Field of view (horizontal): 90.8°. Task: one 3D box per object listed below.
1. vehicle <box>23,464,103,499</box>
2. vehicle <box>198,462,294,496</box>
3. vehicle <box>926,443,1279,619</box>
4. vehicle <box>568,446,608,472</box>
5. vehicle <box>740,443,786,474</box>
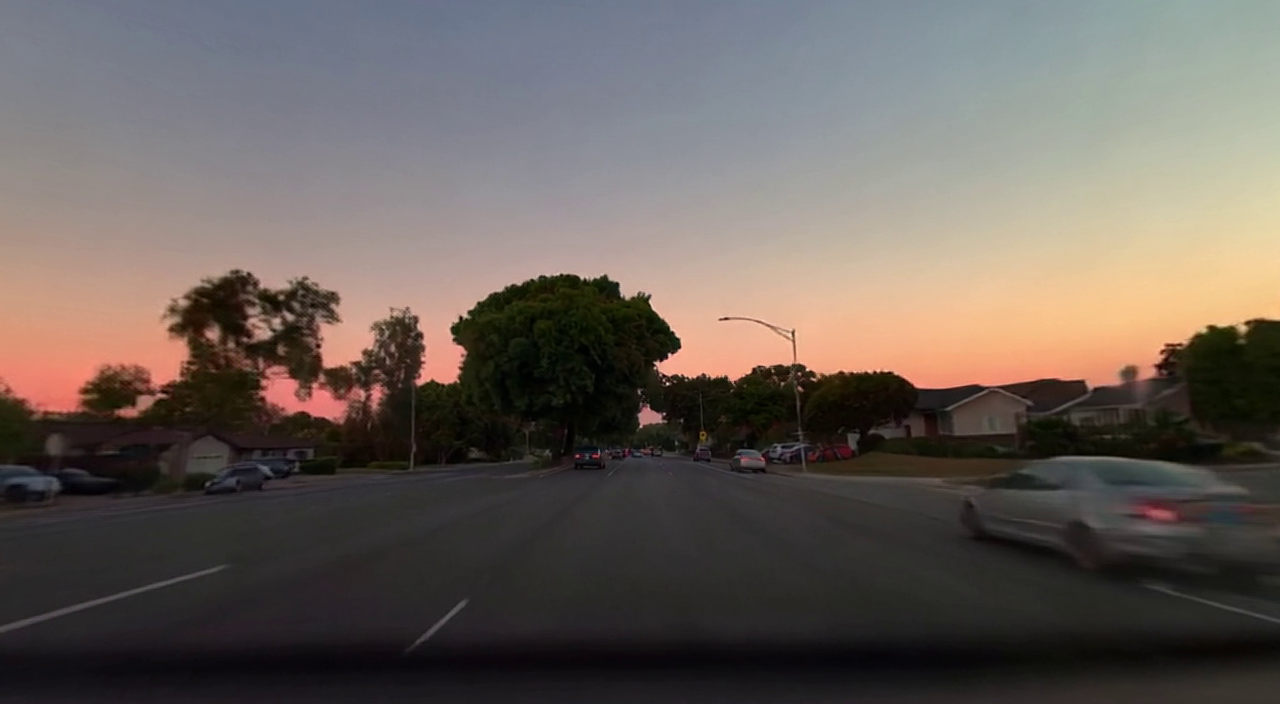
[{"bbox_3d":[-28.953,6.437,31.655,4.885,1.471,1.951,-7,-11,37],"label":"vehicle"},{"bbox_3d":[-21.185,6.818,34.249,2.003,1.555,4.921,-1,-9,0],"label":"vehicle"},{"bbox_3d":[5.363,1.828,7.637,2.149,1.421,4.805,-1,-9,8],"label":"vehicle"},{"bbox_3d":[-3.344,7.033,41.779,2.263,1.548,4.555,0,-8,0],"label":"vehicle"},{"bbox_3d":[7.842,6.866,40.605,2.006,1.758,4.311,4,-10,0],"label":"vehicle"}]
